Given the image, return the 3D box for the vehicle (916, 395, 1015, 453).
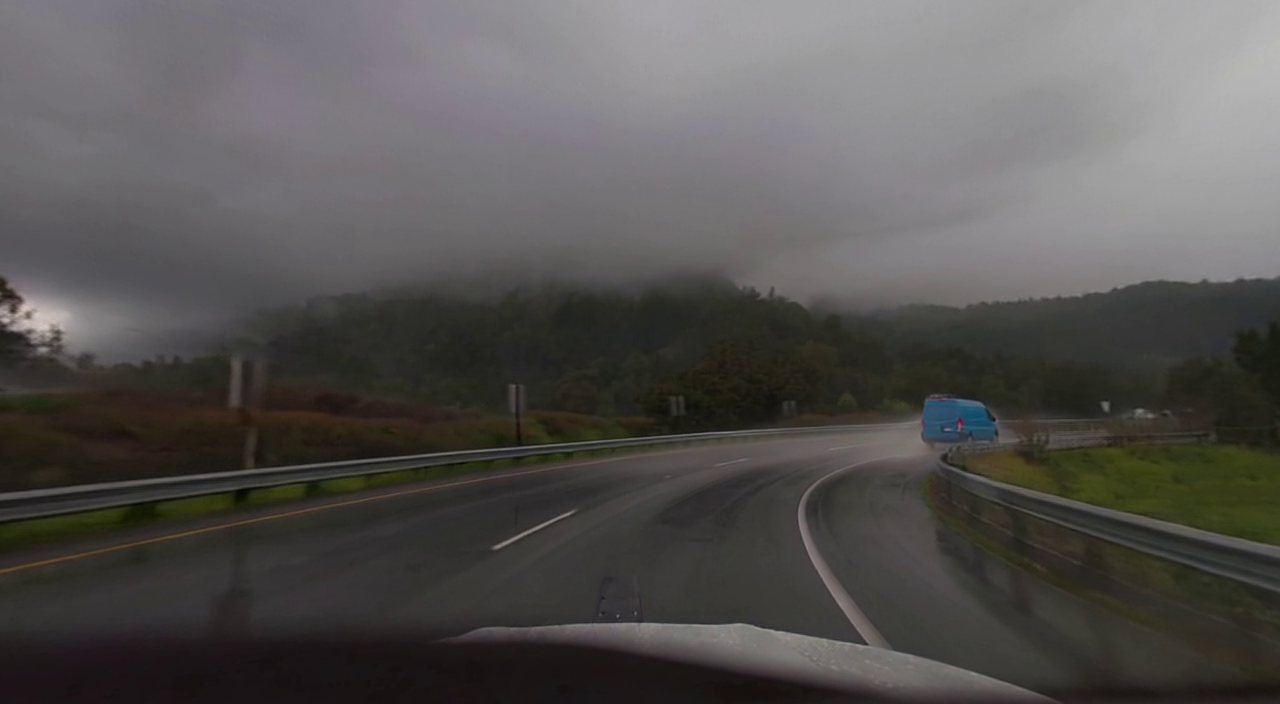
[{"bbox_3d":[16.078,3.593,31.001,5.330,2.577,2.352,6,-10,-40],"label":"vehicle"}]
